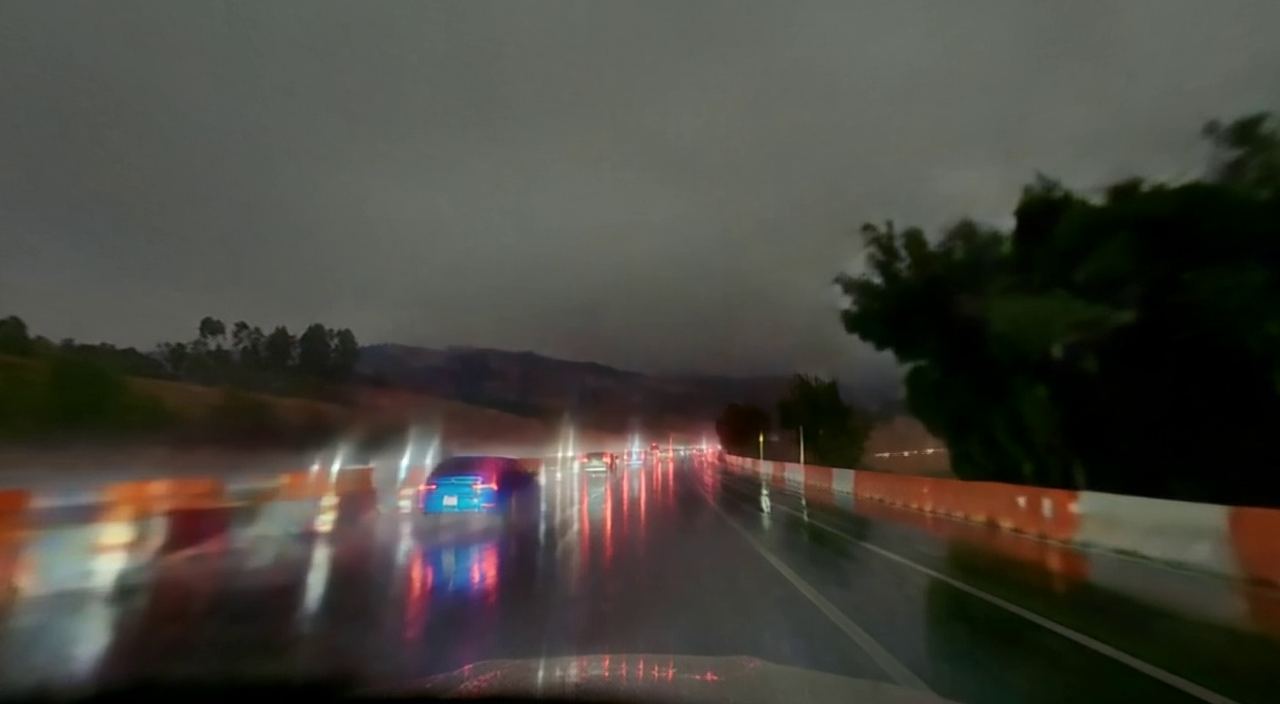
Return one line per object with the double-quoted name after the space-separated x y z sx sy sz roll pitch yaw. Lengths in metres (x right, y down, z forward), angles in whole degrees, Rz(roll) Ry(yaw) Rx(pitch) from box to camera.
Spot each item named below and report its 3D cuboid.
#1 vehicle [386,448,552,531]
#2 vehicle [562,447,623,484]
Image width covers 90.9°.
-3.088 2.571 12.348 2.061 1.330 3.928 0 -9 1 "vehicle"
-1.961 4.875 27.305 2.094 1.480 4.124 -1 -9 3 "vehicle"
